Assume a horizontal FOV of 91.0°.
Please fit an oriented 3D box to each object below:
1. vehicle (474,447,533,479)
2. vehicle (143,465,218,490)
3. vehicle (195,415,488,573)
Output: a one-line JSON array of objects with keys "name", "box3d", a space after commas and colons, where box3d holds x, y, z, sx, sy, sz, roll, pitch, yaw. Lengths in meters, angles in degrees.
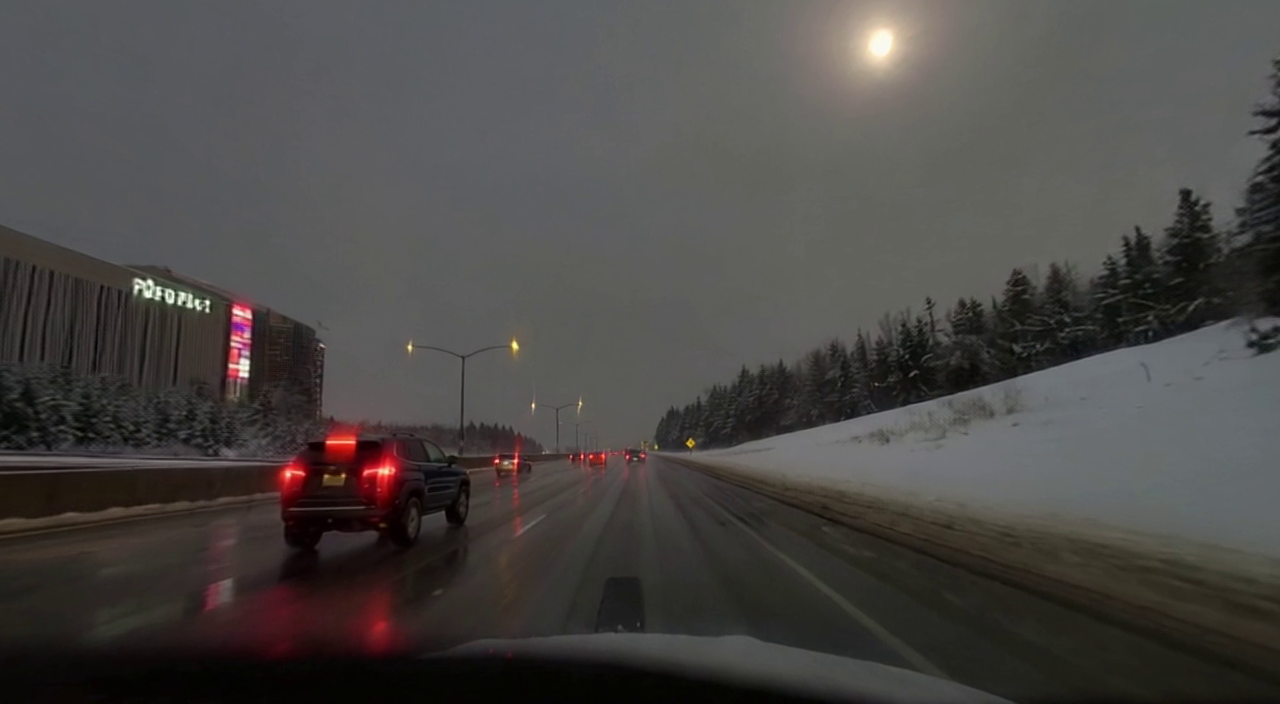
[{"name": "vehicle", "box3d": [-7.199, 5.893, 33.747, 1.998, 1.542, 4.953, 0, -9, 1]}, {"name": "vehicle", "box3d": [-32.271, 8.815, 44.402, 1.820, 1.475, 4.548, 0, -9, 0]}, {"name": "vehicle", "box3d": [-3.883, 1.929, 9.333, 2.059, 1.725, 4.521, 0, -9, 1]}]
